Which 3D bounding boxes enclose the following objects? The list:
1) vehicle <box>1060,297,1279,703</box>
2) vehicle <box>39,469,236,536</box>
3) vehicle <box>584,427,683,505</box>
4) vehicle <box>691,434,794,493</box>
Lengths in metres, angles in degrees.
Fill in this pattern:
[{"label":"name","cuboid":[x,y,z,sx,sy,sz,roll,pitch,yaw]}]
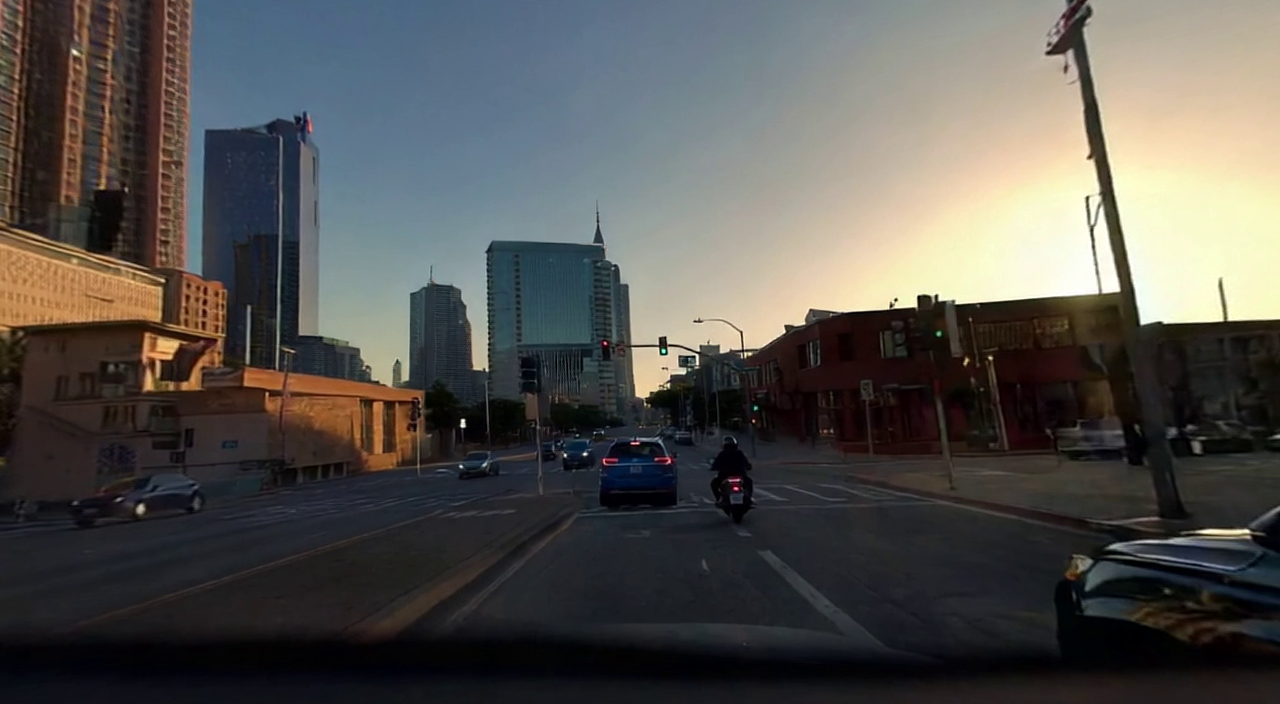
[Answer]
[{"label":"vehicle","cuboid":[2.679,0.504,0.312,1.939,1.709,4.323,0,-9,0]},{"label":"vehicle","cuboid":[-14.263,4.259,18.415,1.963,1.492,4.885,0,-9,-4]},{"label":"vehicle","cuboid":[-0.162,2.934,16.602,2.265,1.748,4.130,0,-9,0]},{"label":"vehicle","cuboid":[2.866,3.245,18.707,2.101,1.507,4.355,0,-9,-3]}]
